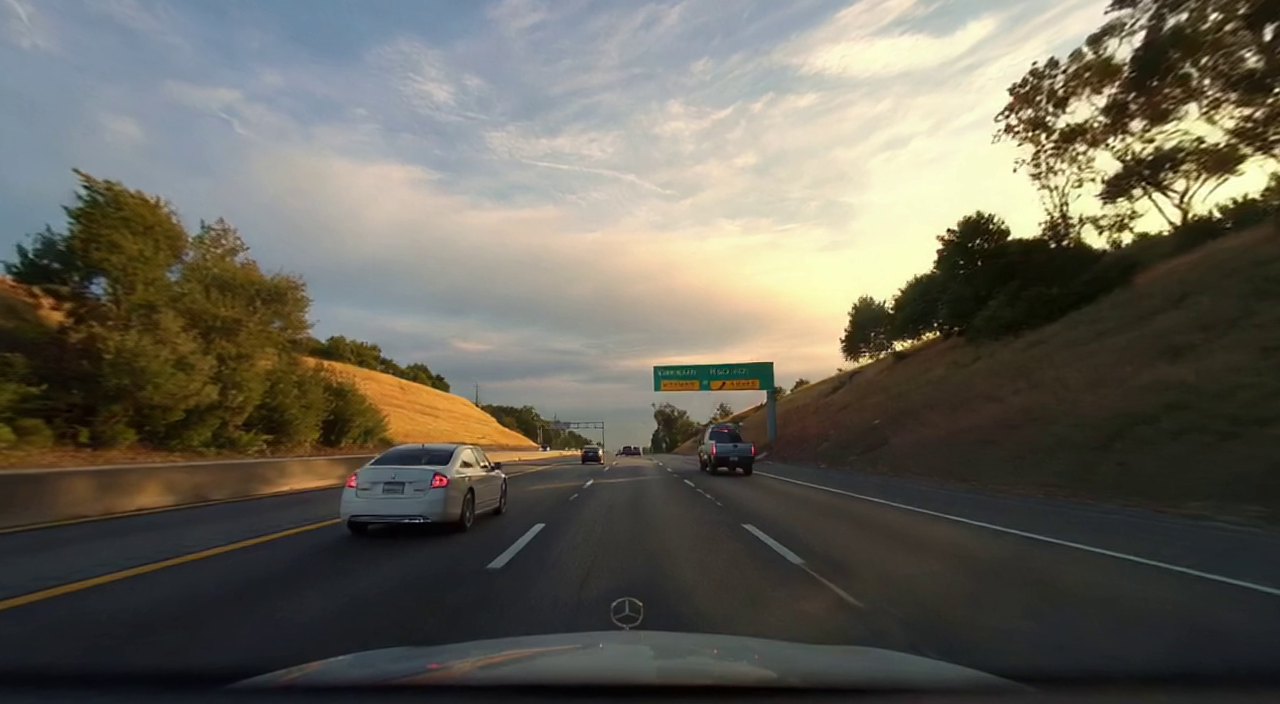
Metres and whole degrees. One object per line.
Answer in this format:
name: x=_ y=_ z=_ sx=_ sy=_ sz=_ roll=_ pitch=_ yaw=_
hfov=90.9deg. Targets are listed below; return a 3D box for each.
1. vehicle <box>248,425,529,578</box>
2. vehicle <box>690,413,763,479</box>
vehicle: x=-2.958 y=1.888 z=8.794 sx=1.939 sy=1.513 sz=4.773 roll=0 pitch=-9 yaw=0
vehicle: x=3.701 y=4.221 z=28.292 sx=2.361 sy=2.636 sz=5.684 roll=0 pitch=-9 yaw=-1
